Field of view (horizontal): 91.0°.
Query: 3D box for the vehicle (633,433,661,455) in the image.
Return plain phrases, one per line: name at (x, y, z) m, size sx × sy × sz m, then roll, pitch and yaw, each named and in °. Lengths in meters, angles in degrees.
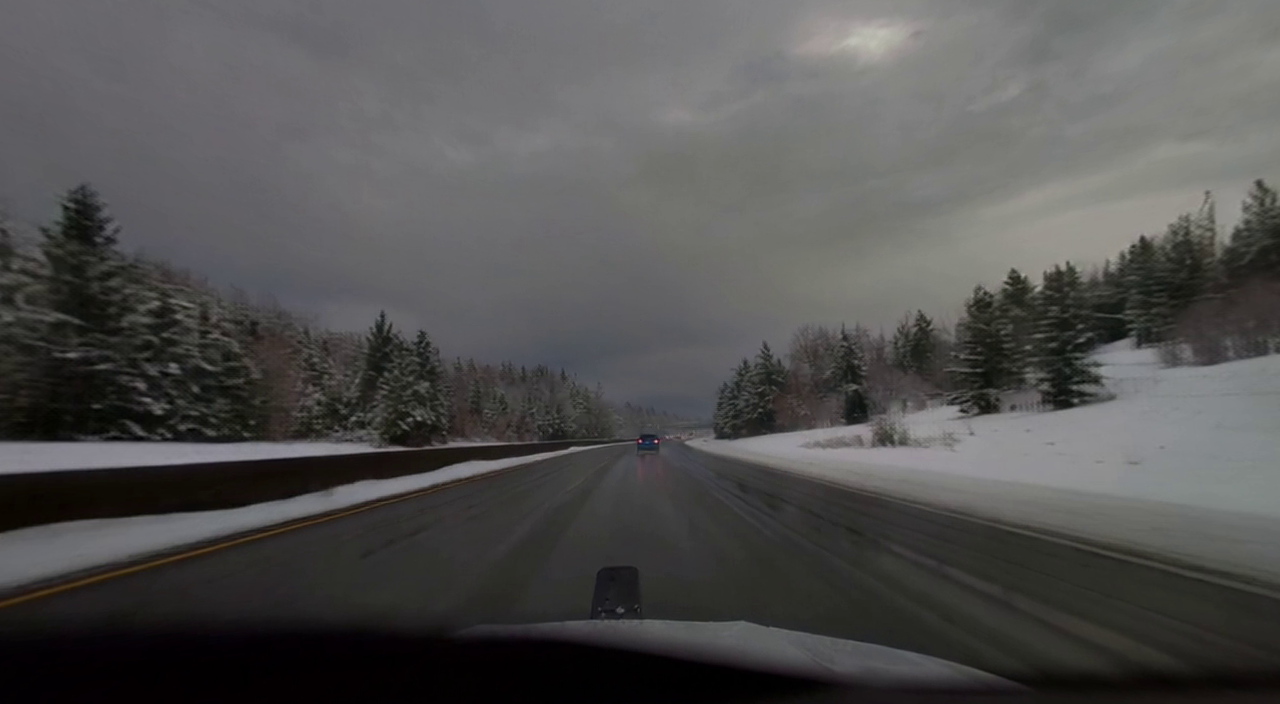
vehicle at (0.542, 7.216, 49.428) m, size 2.058 × 1.649 × 3.942 m, roll 0°, pitch -8°, yaw 0°
